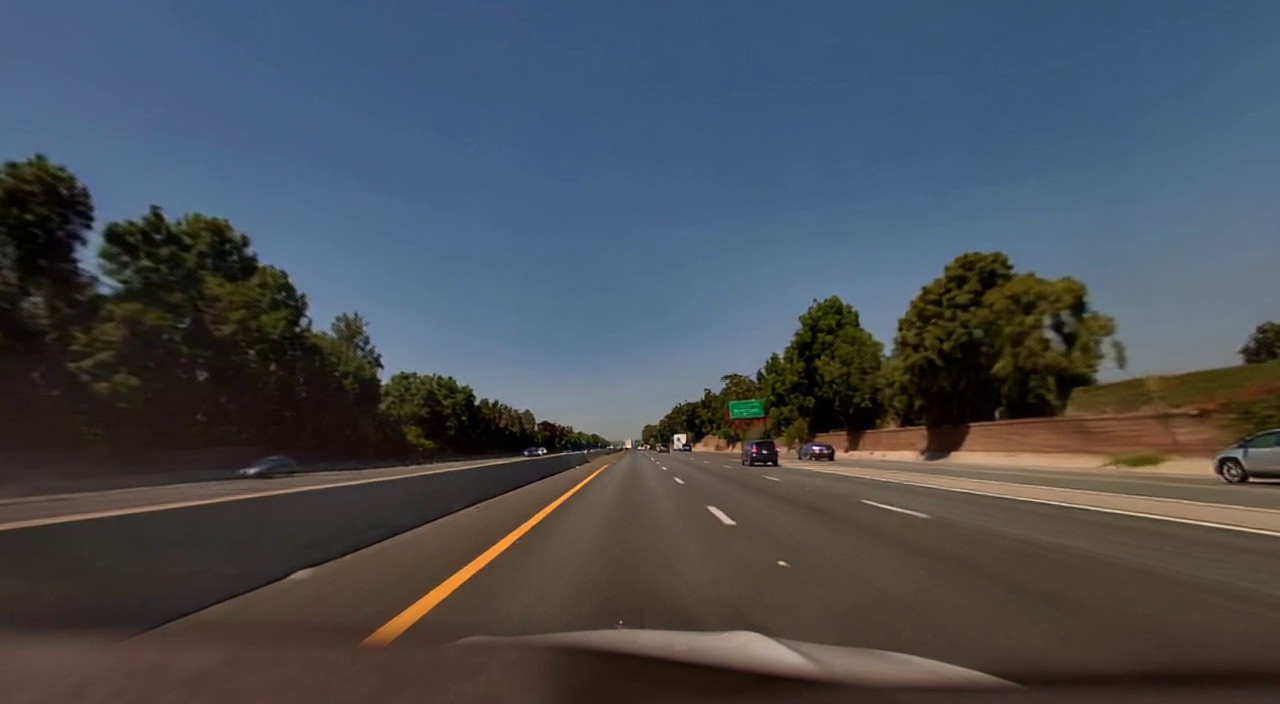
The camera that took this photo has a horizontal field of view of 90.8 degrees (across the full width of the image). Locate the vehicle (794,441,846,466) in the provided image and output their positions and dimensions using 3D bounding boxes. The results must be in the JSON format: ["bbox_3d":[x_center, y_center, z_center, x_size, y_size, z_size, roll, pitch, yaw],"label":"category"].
[{"bbox_3d":[11.070,6.273,39.119,1.931,1.479,4.183,0,-8,-1],"label":"vehicle"}]

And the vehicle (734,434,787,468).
[{"bbox_3d":[6.925,5.742,36.817,2.098,1.820,4.505,0,-8,-2],"label":"vehicle"}]

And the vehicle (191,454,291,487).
[{"bbox_3d":[-21.369,6.342,34.146,2.058,1.442,4.971,0,-8,1],"label":"vehicle"}]
